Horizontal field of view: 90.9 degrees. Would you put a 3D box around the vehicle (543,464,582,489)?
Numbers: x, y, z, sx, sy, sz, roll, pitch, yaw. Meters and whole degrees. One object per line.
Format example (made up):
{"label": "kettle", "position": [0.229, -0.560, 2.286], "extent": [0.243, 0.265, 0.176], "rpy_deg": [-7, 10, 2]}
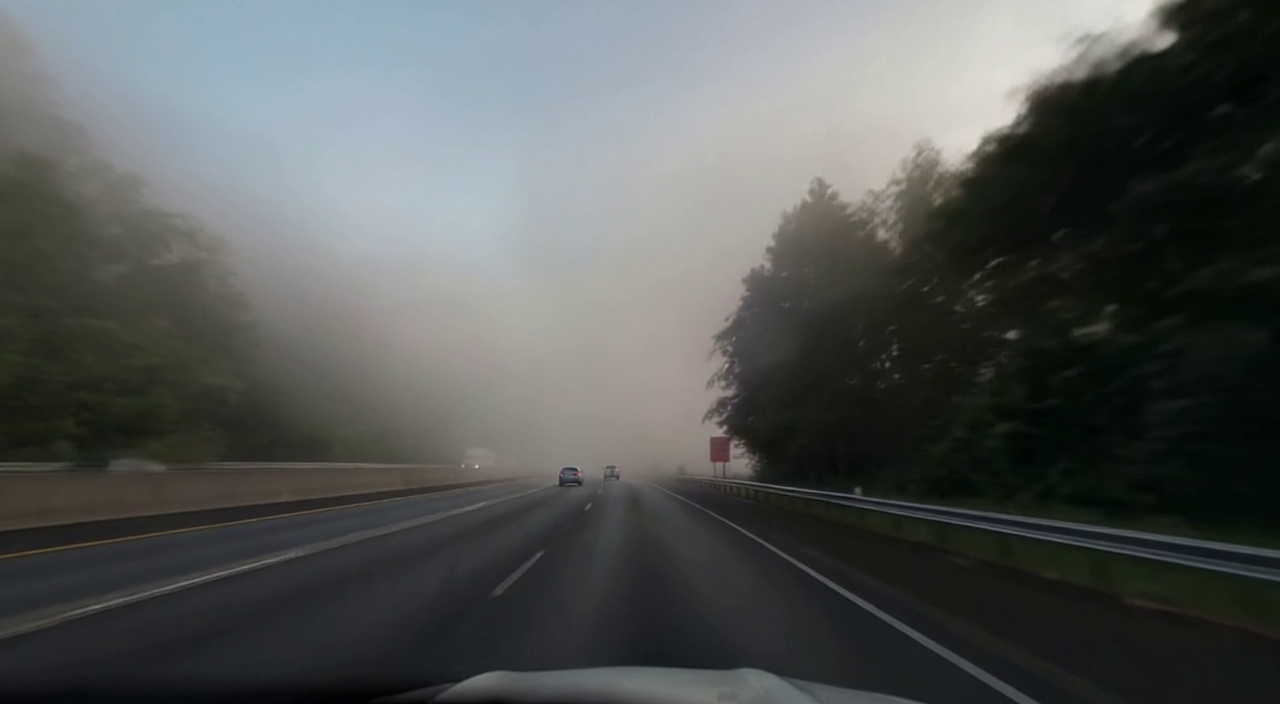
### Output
{"label": "vehicle", "position": [-5.026, 8.164, 41.414], "extent": [2.115, 1.546, 4.638], "rpy_deg": [1, -10, -2]}

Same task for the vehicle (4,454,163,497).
{"label": "vehicle", "position": [-21.315, 4.759, 24.456], "extent": [2.033, 1.481, 4.575], "rpy_deg": [1, -10, -1]}
